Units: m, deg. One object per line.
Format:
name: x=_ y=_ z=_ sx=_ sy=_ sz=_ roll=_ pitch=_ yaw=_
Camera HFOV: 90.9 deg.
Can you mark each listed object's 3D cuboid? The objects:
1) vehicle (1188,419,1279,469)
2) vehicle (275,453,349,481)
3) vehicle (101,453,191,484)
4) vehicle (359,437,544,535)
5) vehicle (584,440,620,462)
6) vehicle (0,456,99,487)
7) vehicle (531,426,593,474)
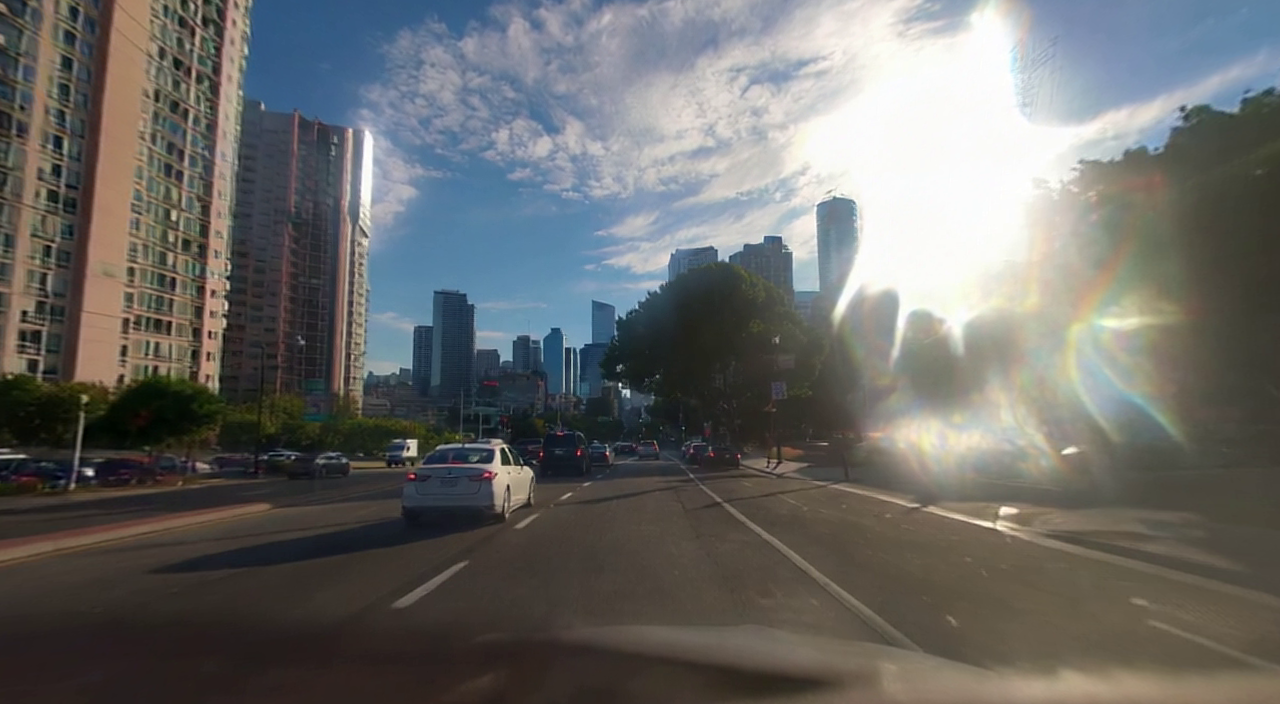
vehicle: x=22.506 y=3.299 z=22.550 sx=3.857 sy=1.679 sz=2.044 roll=0 pitch=-9 yaw=-1
vehicle: x=-19.641 y=6.893 z=38.013 sx=1.878 sy=1.472 sz=4.736 roll=0 pitch=-9 yaw=1
vehicle: x=-28.669 y=6.744 z=36.768 sx=1.859 sy=1.614 sz=4.102 roll=0 pitch=-9 yaw=1
vehicle: x=-3.055 y=2.267 z=11.307 sx=1.959 sy=1.406 sz=4.272 roll=0 pitch=-9 yaw=1
vehicle: x=-2.646 y=7.072 z=45.029 sx=2.246 sy=1.481 sz=4.146 roll=0 pitch=-9 yaw=2
vehicle: x=-34.293 y=6.883 z=36.496 sx=1.868 sy=1.591 sz=4.503 roll=0 pitch=-9 yaw=0
vehicle: x=-3.438 y=4.421 z=28.611 sx=2.152 sy=1.987 sz=4.527 roll=0 pitch=-9 yaw=1
